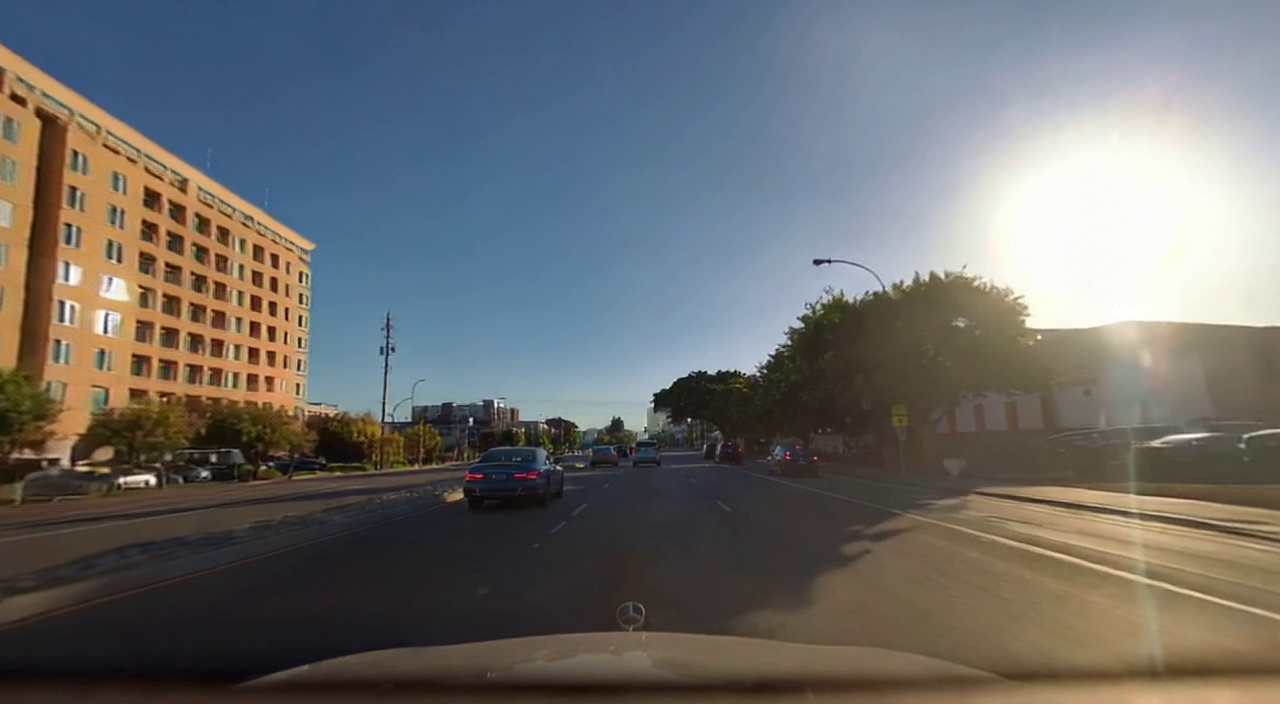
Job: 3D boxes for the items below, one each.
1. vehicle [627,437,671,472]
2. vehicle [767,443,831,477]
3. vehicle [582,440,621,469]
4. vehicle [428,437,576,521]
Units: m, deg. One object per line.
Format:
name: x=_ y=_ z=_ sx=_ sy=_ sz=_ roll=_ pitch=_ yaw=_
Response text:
vehicle: x=0.488 y=5.743 z=35.434 sx=2.304 sy=1.795 sz=4.526 roll=-1 pitch=-8 yaw=1
vehicle: x=7.286 y=4.961 z=29.329 sx=1.884 sy=1.458 sz=4.245 roll=0 pitch=-8 yaw=0
vehicle: x=-2.436 y=6.668 z=41.223 sx=2.117 sy=1.799 sz=4.442 roll=-1 pitch=-8 yaw=2
vehicle: x=-2.729 y=2.631 z=13.649 sx=2.095 sy=1.486 sz=4.411 roll=-1 pitch=-8 yaw=2
